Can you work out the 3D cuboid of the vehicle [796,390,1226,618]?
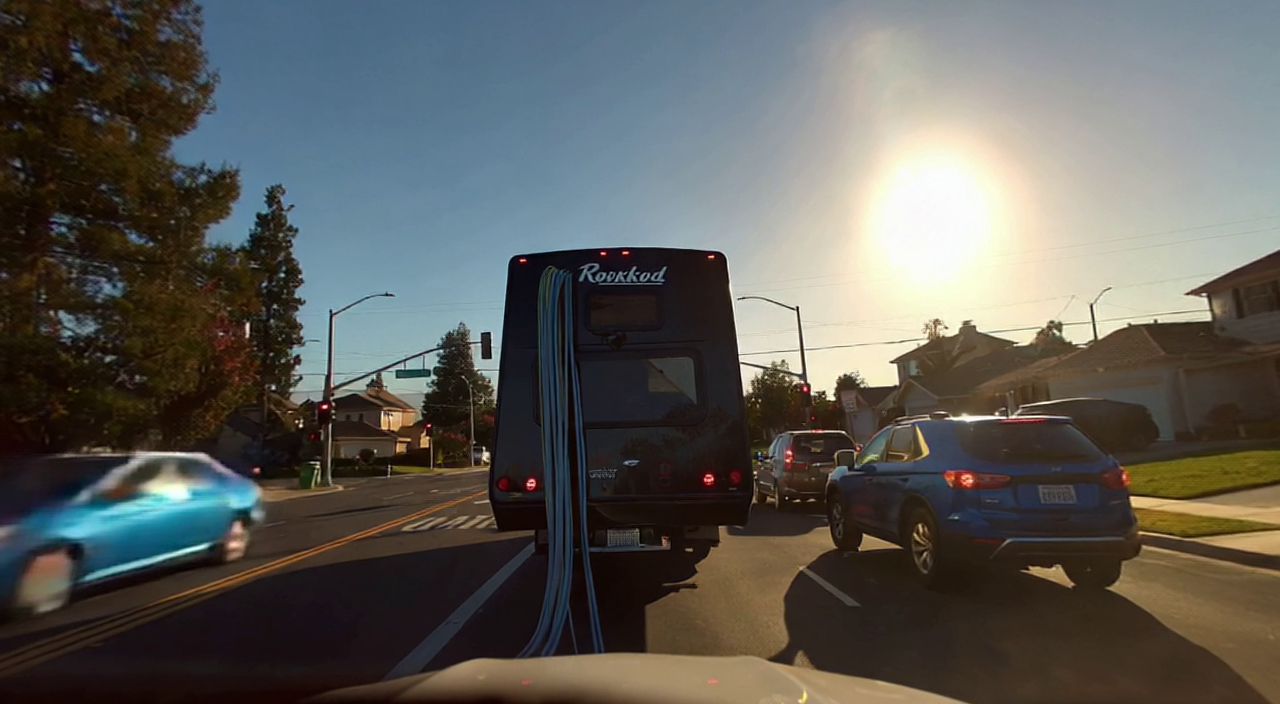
[{"bbox_3d":[3.410,1.494,7.134,2.104,1.735,4.408,0,-9,0],"label":"vehicle"}]

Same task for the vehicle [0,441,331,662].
[{"bbox_3d":[-5.376,1.714,6.625,1.979,1.483,4.668,0,-9,-1],"label":"vehicle"}]

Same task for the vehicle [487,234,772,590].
[{"bbox_3d":[-0.106,1.131,10.318,2.709,3.511,8.213,0,-9,0],"label":"vehicle"}]
